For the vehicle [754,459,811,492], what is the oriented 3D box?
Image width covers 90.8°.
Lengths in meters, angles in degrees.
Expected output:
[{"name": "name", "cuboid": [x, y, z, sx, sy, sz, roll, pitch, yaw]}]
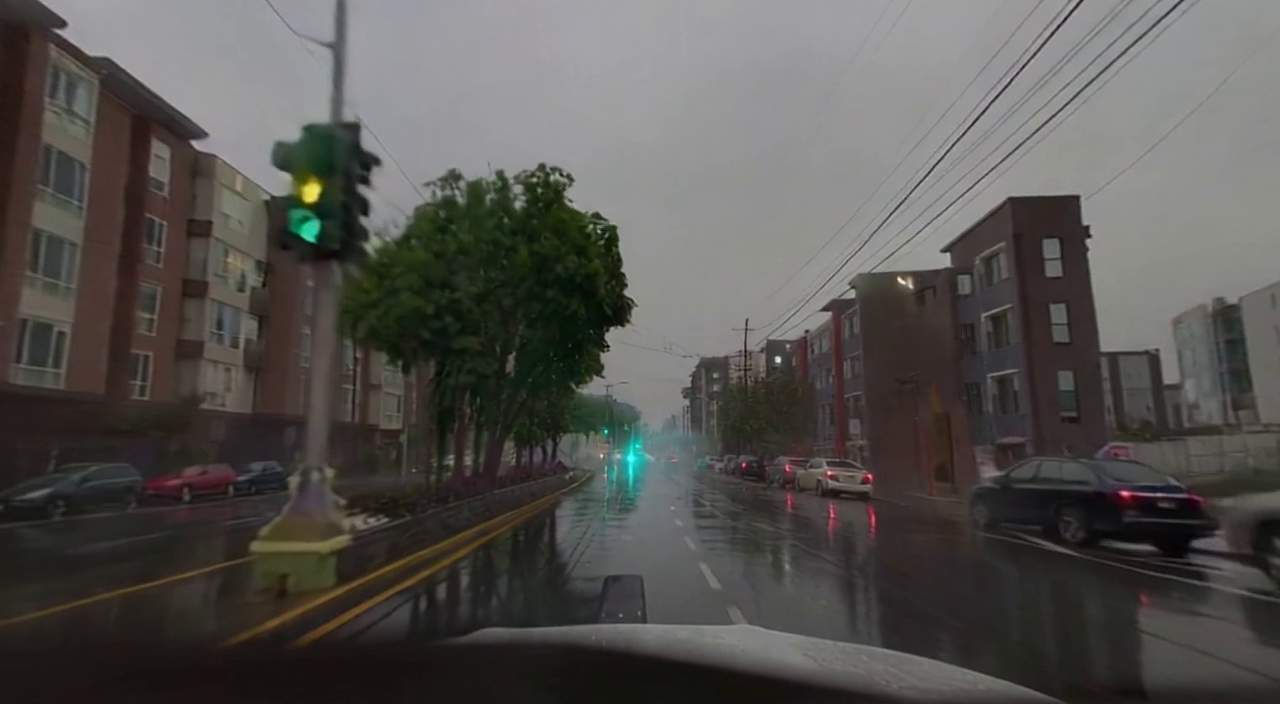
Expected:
[{"name": "vehicle", "cuboid": [7.544, 6.586, 33.972, 1.997, 1.517, 4.755, 0, -8, 0]}]

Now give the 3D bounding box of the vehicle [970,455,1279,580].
[{"name": "vehicle", "cuboid": [7.658, 2.482, 10.393, 1.941, 1.496, 4.656, 0, -8, 0]}]

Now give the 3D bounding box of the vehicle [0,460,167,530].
[{"name": "vehicle", "cuboid": [-14.662, 3.599, 16.392, 1.879, 1.507, 3.745, 0, -8, -2]}]

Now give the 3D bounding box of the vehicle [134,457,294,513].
[{"name": "vehicle", "cuboid": [-14.674, 4.557, 22.224, 2.124, 1.626, 4.908, 0, -8, 1]}]

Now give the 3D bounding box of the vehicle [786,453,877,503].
[{"name": "vehicle", "cuboid": [7.536, 4.982, 25.400, 2.143, 1.731, 4.781, 0, -8, 0]}]

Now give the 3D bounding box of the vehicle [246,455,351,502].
[{"name": "vehicle", "cuboid": [-14.671, 5.430, 27.542, 2.107, 1.771, 4.871, 0, -8, -4]}]
